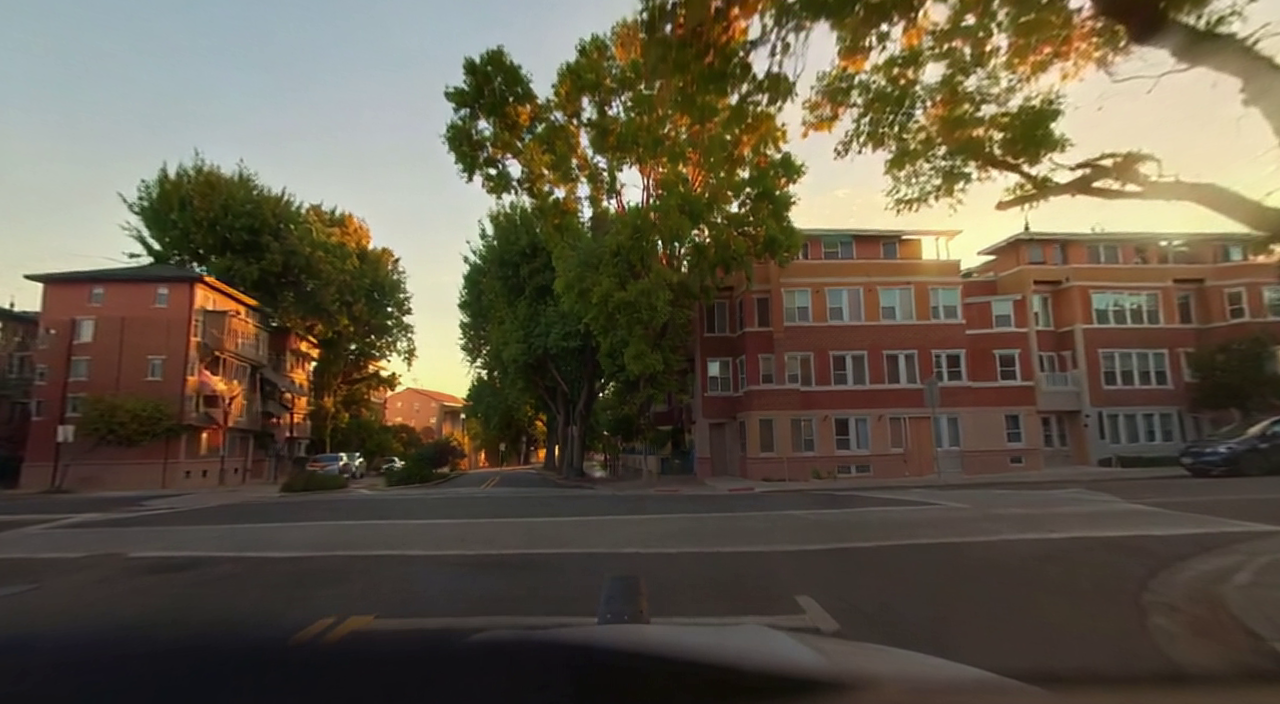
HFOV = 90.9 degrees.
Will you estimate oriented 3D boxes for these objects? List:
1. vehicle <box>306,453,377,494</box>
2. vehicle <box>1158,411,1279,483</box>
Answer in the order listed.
[{"bbox_3d":[-13.211,5.336,28.150,2.027,1.475,4.522,0,-8,-15],"label":"vehicle"},{"bbox_3d":[18.405,2.643,17.902,5.213,1.850,2.126,-3,-10,4],"label":"vehicle"}]
